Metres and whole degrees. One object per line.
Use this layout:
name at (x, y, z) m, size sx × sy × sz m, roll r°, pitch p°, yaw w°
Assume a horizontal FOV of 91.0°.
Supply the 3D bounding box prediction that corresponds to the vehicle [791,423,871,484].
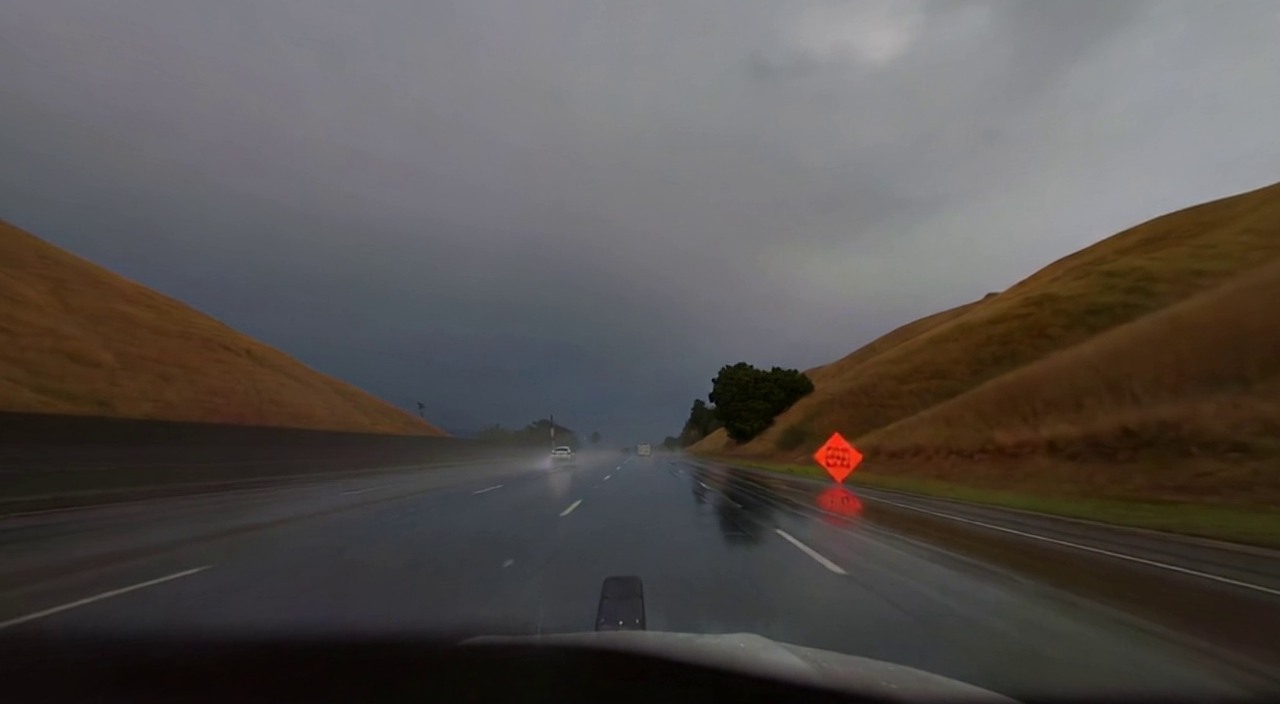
vehicle at (10.145, 5.445, 34.081) m, size 2.522 × 2.907 × 5.675 m, roll -2°, pitch -8°, yaw 1°
